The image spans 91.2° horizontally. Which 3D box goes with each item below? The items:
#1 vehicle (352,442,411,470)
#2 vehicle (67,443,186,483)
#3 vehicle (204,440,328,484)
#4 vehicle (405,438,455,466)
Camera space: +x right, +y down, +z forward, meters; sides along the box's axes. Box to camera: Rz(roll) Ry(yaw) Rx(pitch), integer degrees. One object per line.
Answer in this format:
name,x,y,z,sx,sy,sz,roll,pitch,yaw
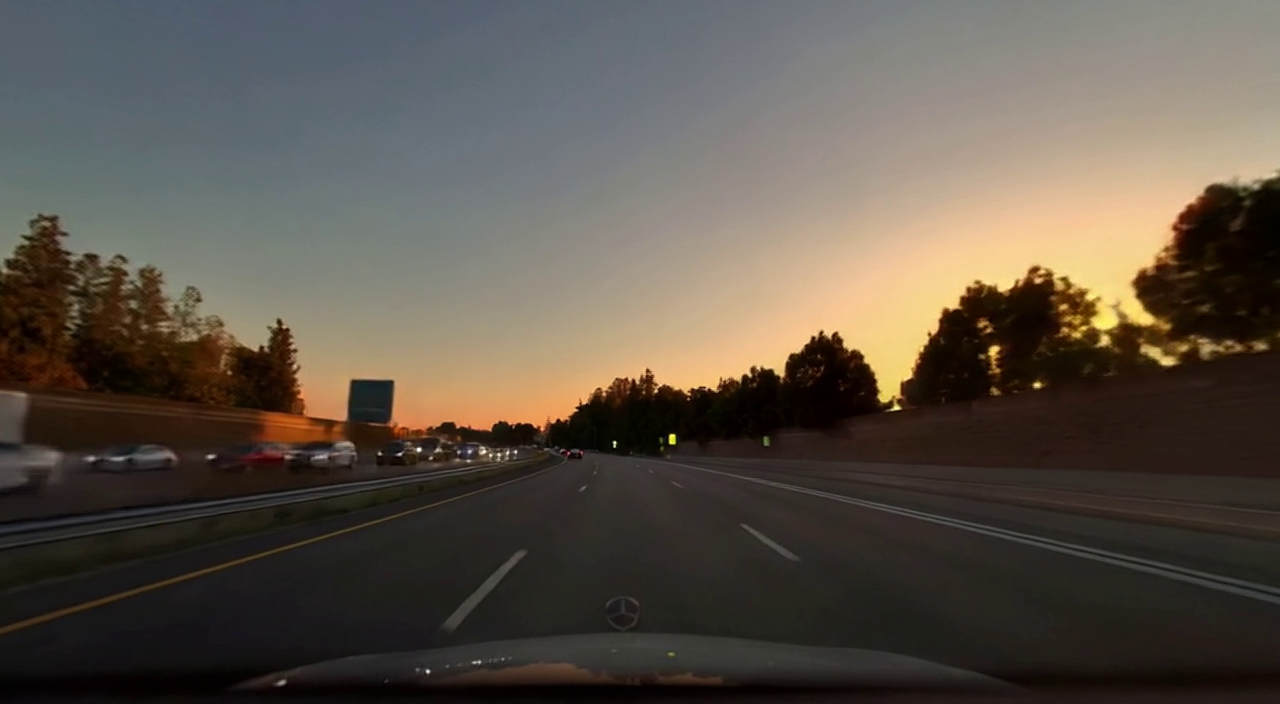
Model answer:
vehicle,-15.456,6.217,37.719,1.865,1.563,4.196,0,-9,-1
vehicle,-21.030,4.543,25.875,1.778,1.500,3.764,0,-9,-2
vehicle,-14.700,4.355,25.050,1.946,1.539,5.095,0,-9,-2
vehicle,-16.186,7.745,48.680,2.201,2.054,5.510,0,-9,-3
